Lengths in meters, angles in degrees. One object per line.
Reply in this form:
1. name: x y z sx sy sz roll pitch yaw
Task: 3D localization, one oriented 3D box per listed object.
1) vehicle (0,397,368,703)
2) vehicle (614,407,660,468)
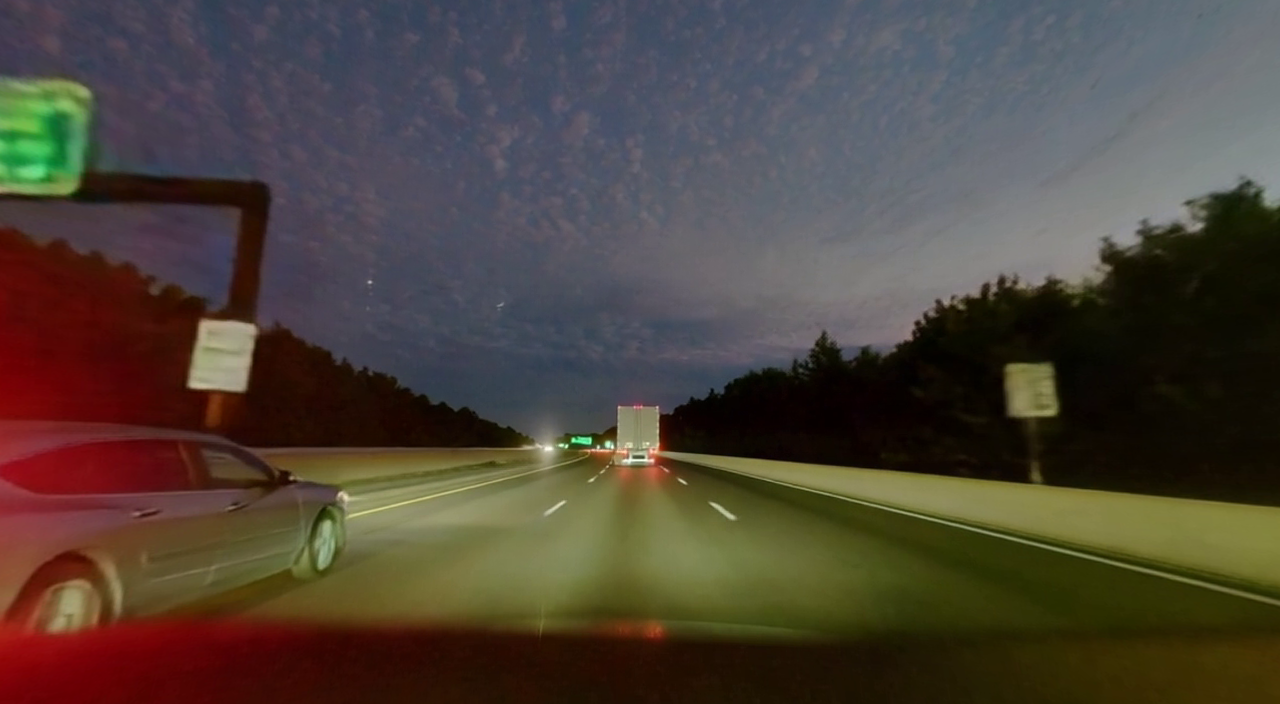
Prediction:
1. vehicle: -3.843 1.145 4.004 2.080 1.488 4.781 0 -9 0
2. vehicle: -0.425 6.456 46.948 2.962 3.953 10.696 0 -9 -3
